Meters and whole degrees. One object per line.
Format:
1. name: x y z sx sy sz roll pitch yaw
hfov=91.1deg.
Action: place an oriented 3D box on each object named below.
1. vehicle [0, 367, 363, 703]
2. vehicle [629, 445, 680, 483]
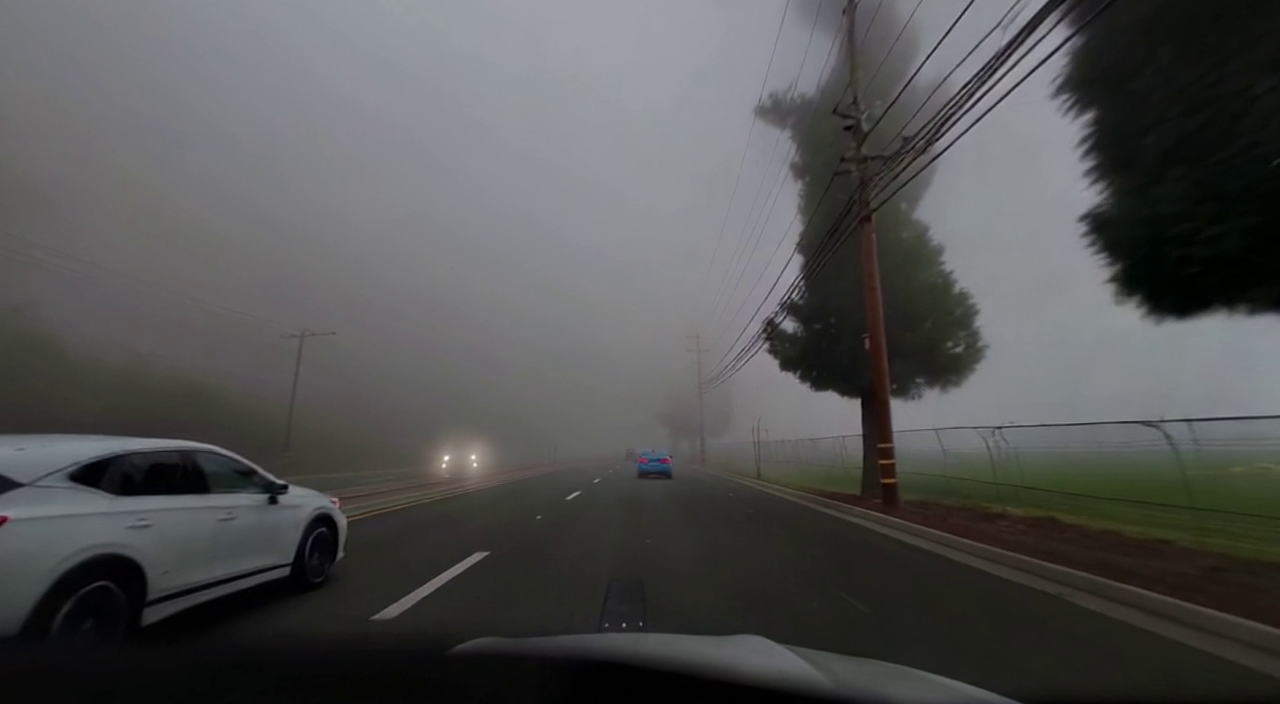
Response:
1. vehicle: -3.876 1.141 4.258 1.950 1.692 4.397 0 -9 0
2. vehicle: 0.608 4.770 27.026 2.059 1.486 3.980 0 -9 1
